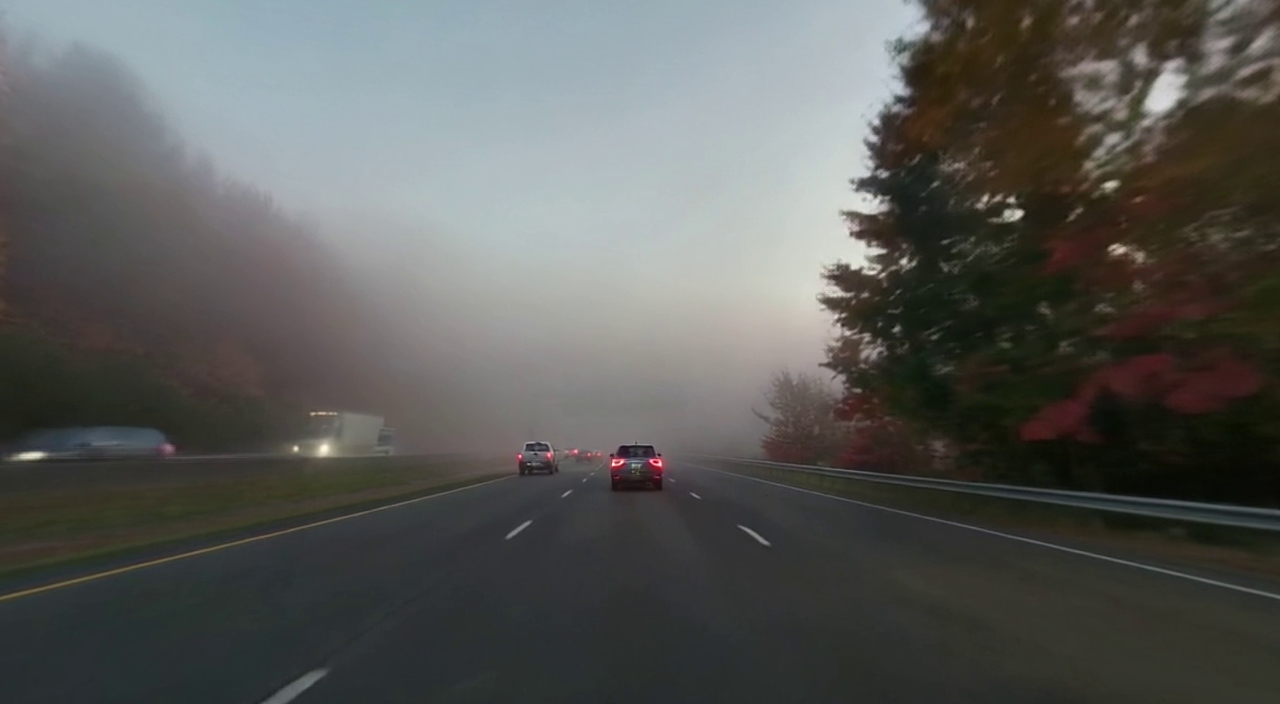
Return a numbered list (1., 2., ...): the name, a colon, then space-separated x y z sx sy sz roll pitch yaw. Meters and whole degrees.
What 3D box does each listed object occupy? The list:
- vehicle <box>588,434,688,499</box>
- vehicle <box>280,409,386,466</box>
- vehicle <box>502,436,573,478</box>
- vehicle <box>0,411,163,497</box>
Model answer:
1. vehicle: -0.092 3.355 18.692 2.634 1.679 4.070 0 -9 -1
2. vehicle: -22.626 6.525 47.059 3.243 3.800 9.564 0 -9 -1
3. vehicle: -4.457 4.671 27.992 2.545 1.679 4.267 0 -9 -1
4. vehicle: -15.796 2.692 16.613 2.107 1.969 5.204 0 -9 0
